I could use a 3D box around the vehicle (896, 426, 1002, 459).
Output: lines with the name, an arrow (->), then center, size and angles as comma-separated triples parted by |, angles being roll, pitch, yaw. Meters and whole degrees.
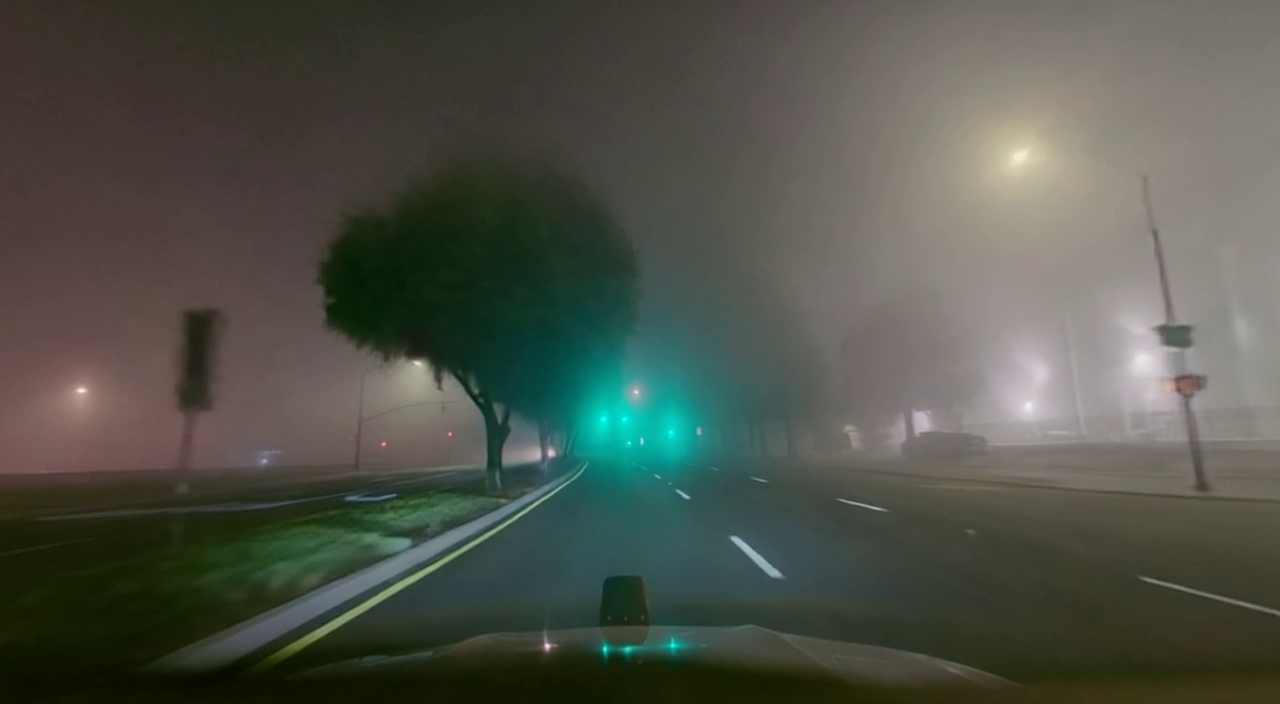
vehicle -> 16.522, 4.866, 33.878 | 4.510, 1.667, 2.247 | 1, -8, -5
